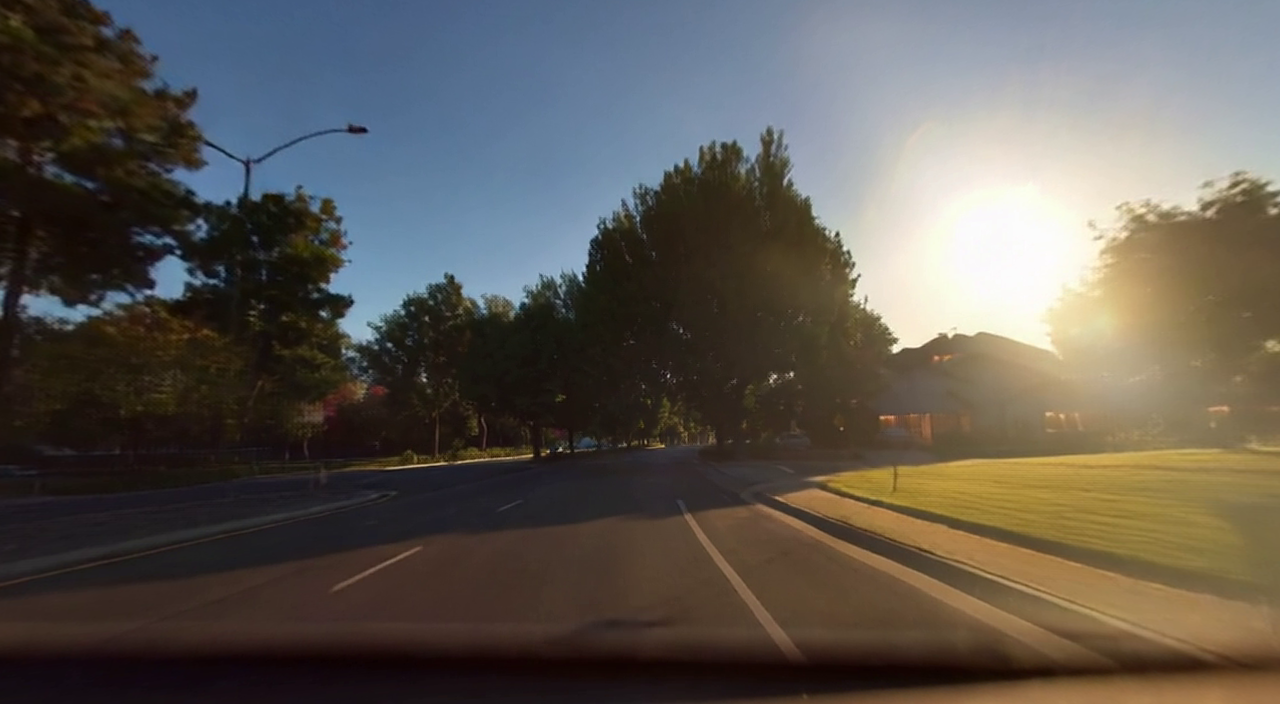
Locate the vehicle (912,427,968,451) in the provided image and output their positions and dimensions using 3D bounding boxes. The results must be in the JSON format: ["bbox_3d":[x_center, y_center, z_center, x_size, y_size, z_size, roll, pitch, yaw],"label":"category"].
[{"bbox_3d":[20.873,6.019,43.886,4.241,1.560,1.979,6,-9,-43],"label":"vehicle"}]

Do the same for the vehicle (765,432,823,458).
[{"bbox_3d":[12.085,7.278,49.767,2.199,1.661,4.495,5,-6,-22],"label":"vehicle"}]
